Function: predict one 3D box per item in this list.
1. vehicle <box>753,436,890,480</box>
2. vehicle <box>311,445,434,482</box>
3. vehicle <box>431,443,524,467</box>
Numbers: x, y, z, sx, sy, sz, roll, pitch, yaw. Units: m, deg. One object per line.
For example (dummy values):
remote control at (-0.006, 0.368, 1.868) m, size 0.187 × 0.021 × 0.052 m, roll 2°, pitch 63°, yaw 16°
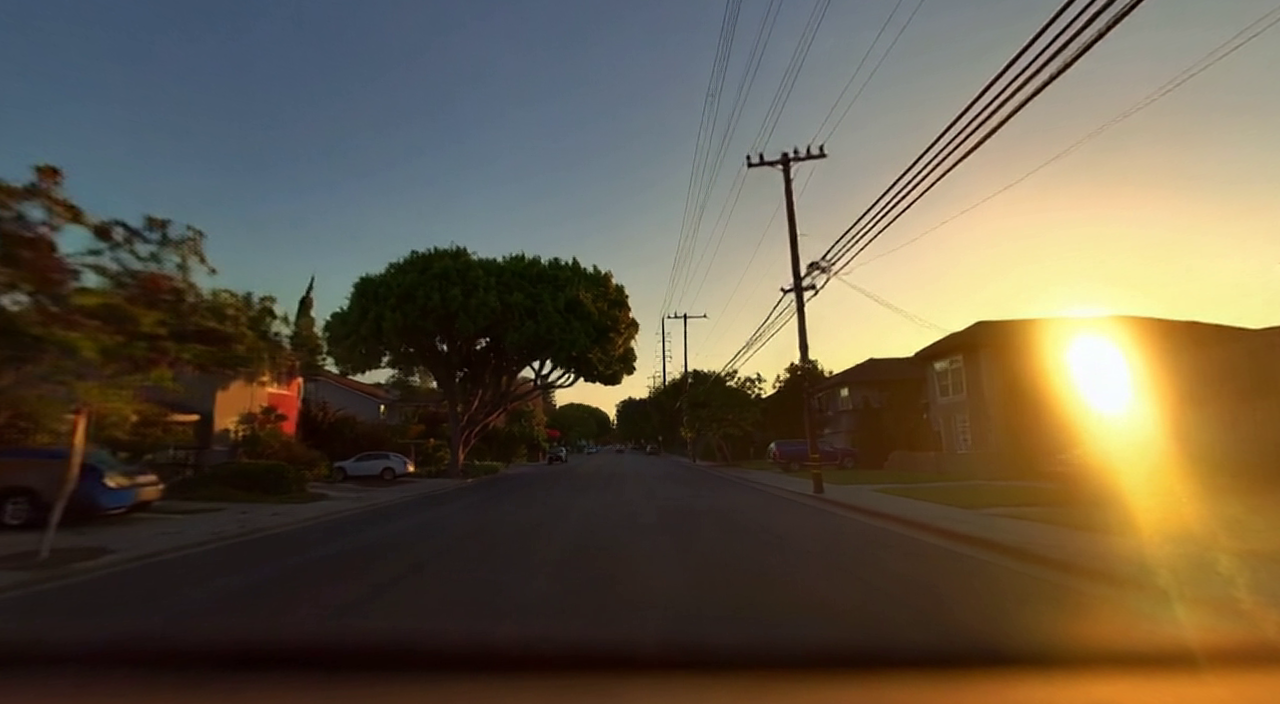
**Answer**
vehicle at (8.720, 5.132, 30.863) m, size 5.890 × 1.896 × 2.459 m, roll -1°, pitch -8°, yaw -1°
vehicle at (-11.401, 4.778, 27.191) m, size 4.371 × 1.482 × 1.954 m, roll 0°, pitch -9°, yaw -3°
vehicle at (-12.603, 8.045, 49.417) m, size 6.619 × 1.759 × 2.632 m, roll 0°, pitch -8°, yaw -2°
